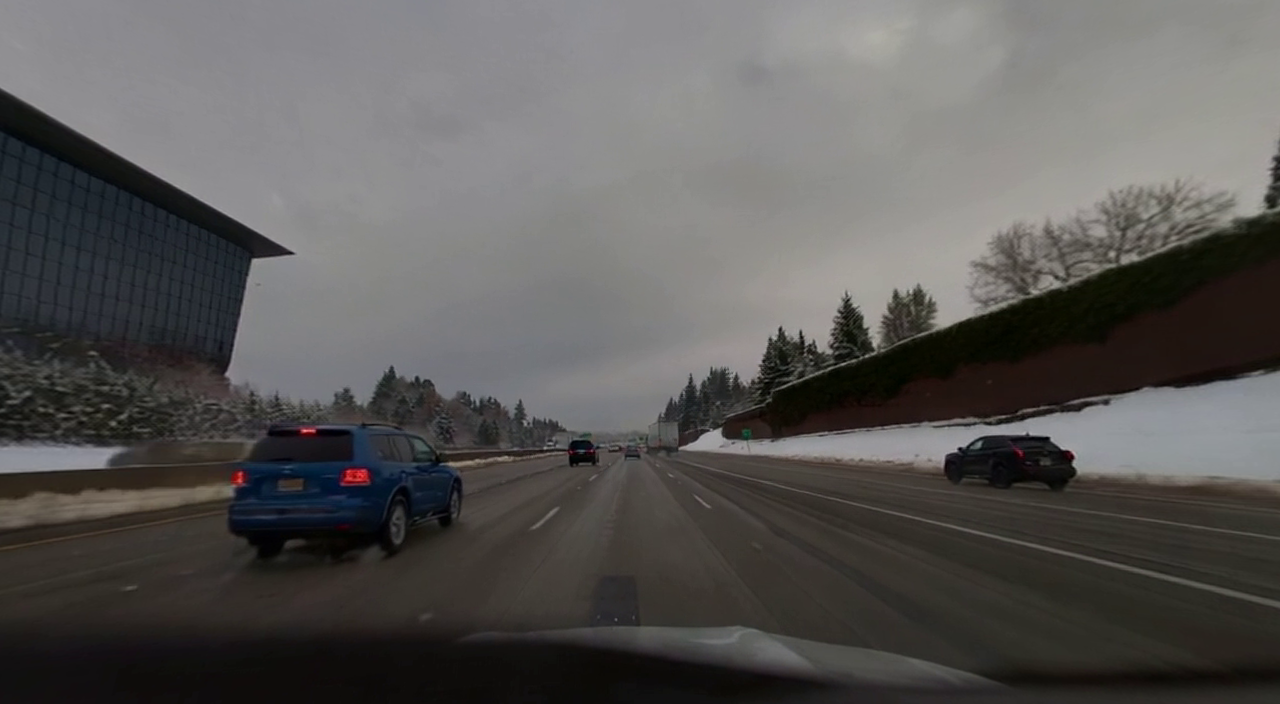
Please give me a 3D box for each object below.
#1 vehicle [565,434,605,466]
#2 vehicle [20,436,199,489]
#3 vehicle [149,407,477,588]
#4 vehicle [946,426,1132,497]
[{"bbox_3d":[-3.576,6.576,42.443,2.284,2.022,5.752,0,-9,-1],"label":"vehicle"},{"bbox_3d":[-20.399,4.281,24.781,2.275,1.834,5.473,0,-9,0],"label":"vehicle"},{"bbox_3d":[-3.671,1.713,8.219,2.039,1.710,4.237,0,-9,-1],"label":"vehicle"},{"bbox_3d":[11.509,3.210,18.836,2.089,1.787,5.080,0,-9,-2],"label":"vehicle"}]
